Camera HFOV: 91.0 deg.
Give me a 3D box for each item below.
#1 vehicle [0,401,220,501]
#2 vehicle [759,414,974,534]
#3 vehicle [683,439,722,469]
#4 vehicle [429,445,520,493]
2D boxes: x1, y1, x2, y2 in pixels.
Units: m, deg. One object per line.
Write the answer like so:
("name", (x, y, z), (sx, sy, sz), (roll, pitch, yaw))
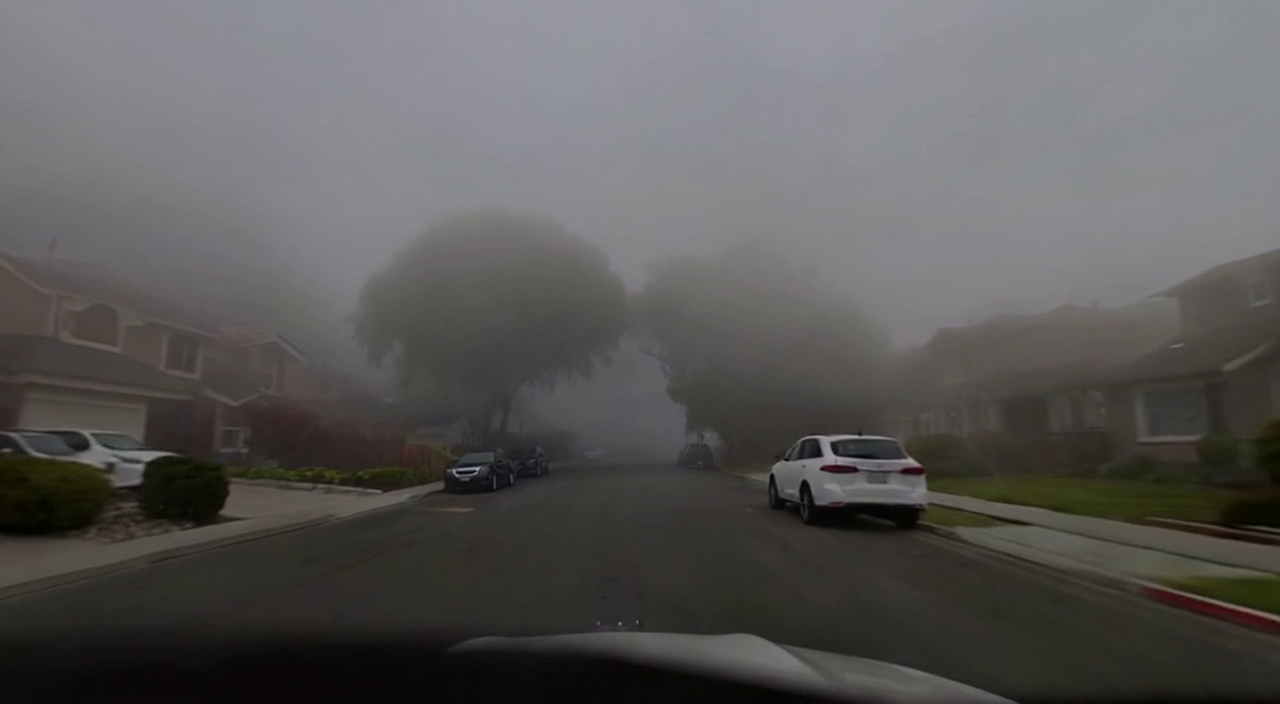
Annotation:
("vehicle", (-13.143, 2.255, 14.824), (4.837, 1.897, 2.228), (4, -8, 5))
("vehicle", (4.123, 2.365, 12.912), (2.311, 1.859, 5.880), (-1, -9, 1))
("vehicle", (4.083, 6.743, 41.768), (2.136, 1.794, 4.598), (-1, -9, 0))
("vehicle", (-5.870, 4.205, 23.058), (2.027, 1.544, 4.959), (-1, -9, 0))
